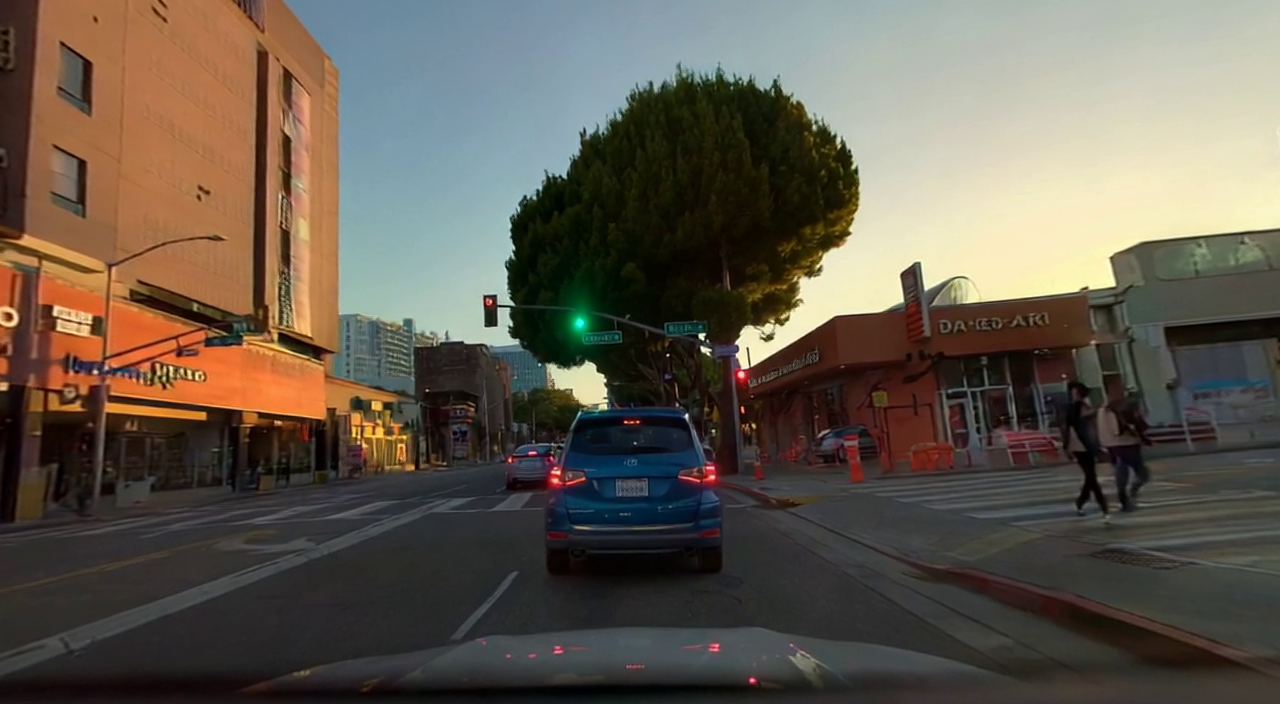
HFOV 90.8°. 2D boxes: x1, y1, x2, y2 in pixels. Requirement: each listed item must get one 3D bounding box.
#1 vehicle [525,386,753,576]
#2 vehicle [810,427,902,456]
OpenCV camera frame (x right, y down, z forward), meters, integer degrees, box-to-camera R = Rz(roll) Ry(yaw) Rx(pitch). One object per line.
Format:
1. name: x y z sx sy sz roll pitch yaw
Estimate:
1. vehicle: -0.117 1.685 9.032 2.352 1.953 4.796 0 -8 -3
2. vehicle: 11.857 4.960 34.880 4.426 1.490 1.862 -1 -8 4
